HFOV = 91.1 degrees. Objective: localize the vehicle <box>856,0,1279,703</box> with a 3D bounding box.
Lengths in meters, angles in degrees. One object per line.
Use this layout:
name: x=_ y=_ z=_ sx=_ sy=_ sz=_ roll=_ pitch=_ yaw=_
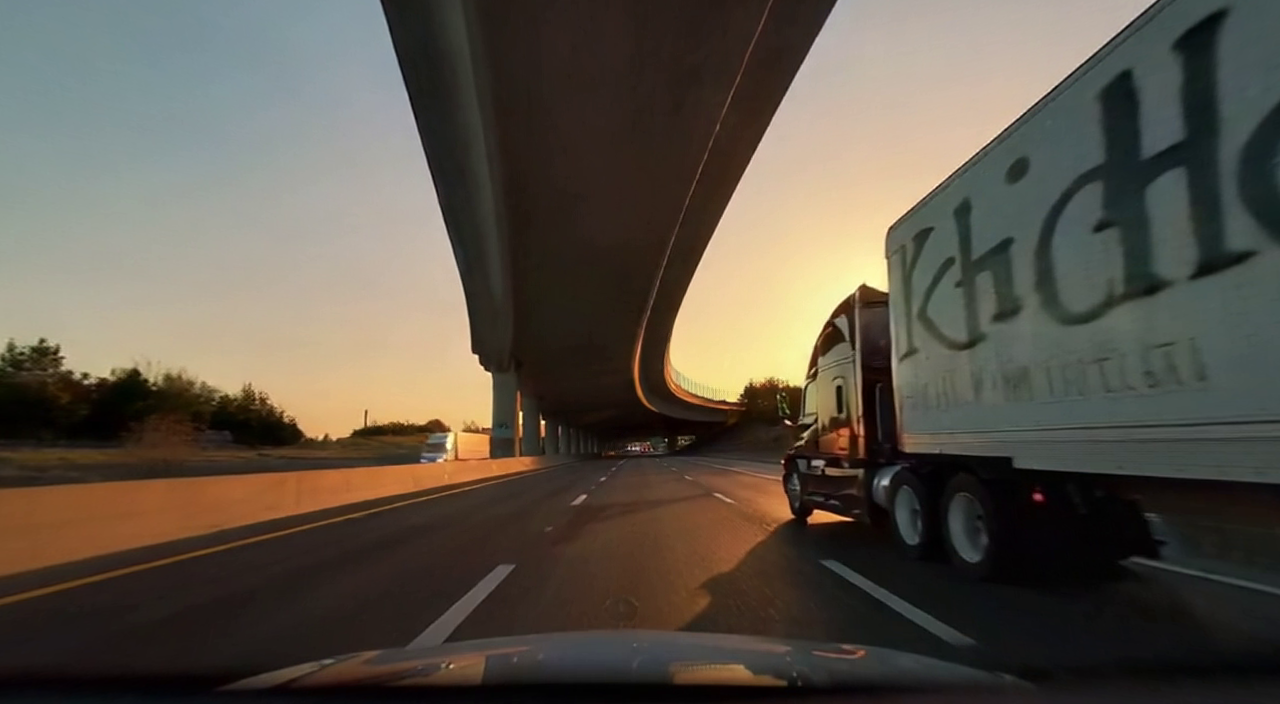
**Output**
vehicle: x=4.509 y=-0.739 z=1.146 sx=2.993 sy=4.433 sz=13.992 roll=0 pitch=-9 yaw=-1
